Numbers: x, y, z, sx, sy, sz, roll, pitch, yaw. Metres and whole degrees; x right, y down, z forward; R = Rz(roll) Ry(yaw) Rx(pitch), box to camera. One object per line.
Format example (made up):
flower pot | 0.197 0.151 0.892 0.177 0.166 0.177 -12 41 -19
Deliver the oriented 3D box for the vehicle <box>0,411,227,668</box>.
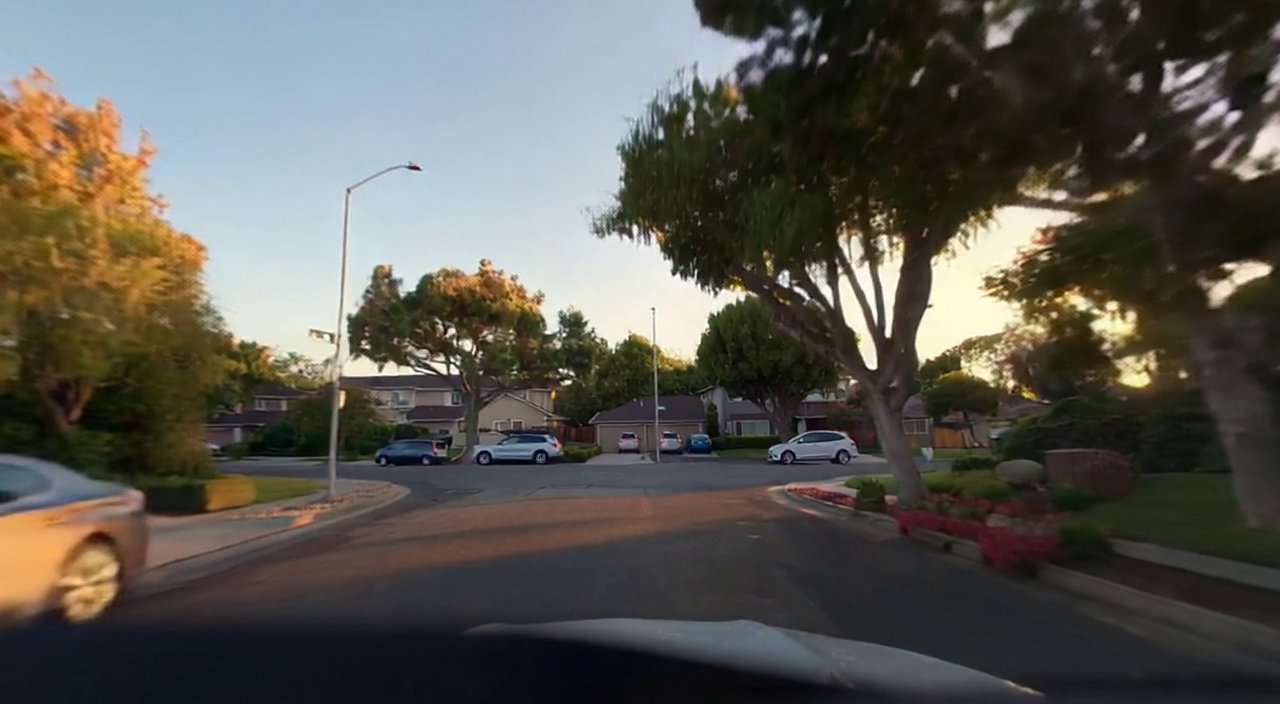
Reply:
vehicle | -5.124 1.228 4.133 1.887 1.660 4.312 0 -8 0

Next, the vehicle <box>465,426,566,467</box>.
vehicle | -7.151 5.461 36.709 5.419 2.292 2.272 0 -7 -2

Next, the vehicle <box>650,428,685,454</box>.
vehicle | 2.100 7.012 49.894 2.278 1.969 5.533 0 -8 -2

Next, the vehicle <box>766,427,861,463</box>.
vehicle | 10.029 5.431 36.846 4.919 1.969 2.104 0 -9 1

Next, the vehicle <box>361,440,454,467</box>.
vehicle | -13.316 5.848 36.417 4.650 1.480 1.782 0 -9 -1
